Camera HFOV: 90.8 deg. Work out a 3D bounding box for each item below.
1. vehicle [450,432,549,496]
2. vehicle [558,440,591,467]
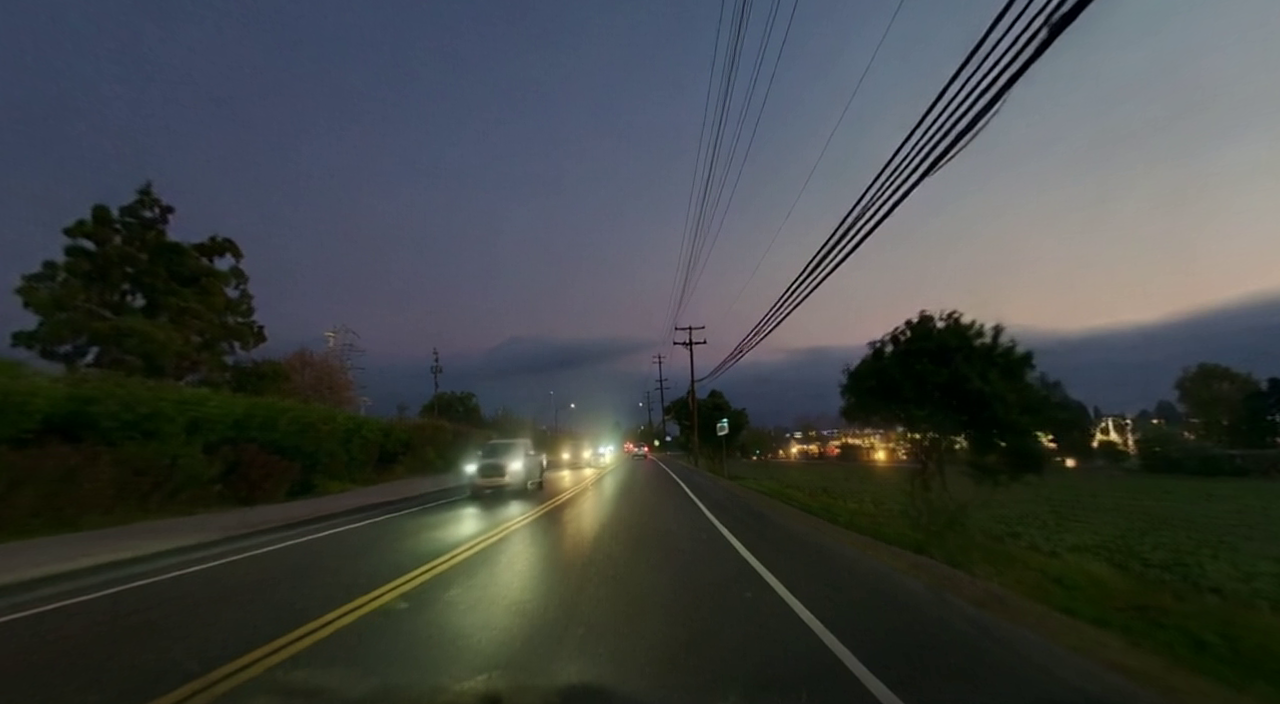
[{"bbox_3d":[-4.480,3.648,21.030,2.225,1.872,4.588,0,-8,0],"label":"vehicle"},{"bbox_3d":[-4.619,7.237,45.162,1.968,1.813,4.409,0,-8,-1],"label":"vehicle"}]
